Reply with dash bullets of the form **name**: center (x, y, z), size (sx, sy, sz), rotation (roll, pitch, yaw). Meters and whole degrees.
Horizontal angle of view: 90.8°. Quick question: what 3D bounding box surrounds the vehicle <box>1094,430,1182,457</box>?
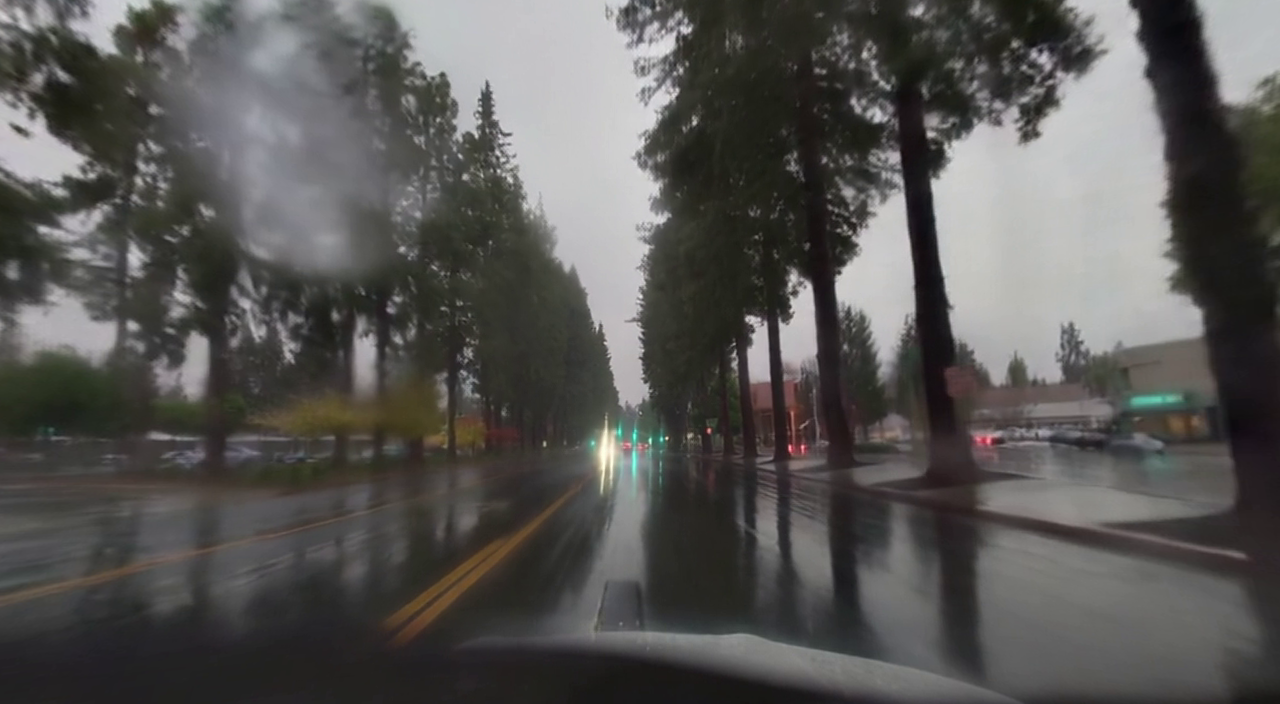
- **vehicle**: center (33.938, 6.240, 43.206), size (1.999, 1.674, 4.627), rotation (-2, -8, -4)

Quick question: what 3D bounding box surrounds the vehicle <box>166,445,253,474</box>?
- **vehicle**: center (-23.824, 5.934, 35.017), size (3.548, 1.544, 1.641), rotation (0, -8, 1)
